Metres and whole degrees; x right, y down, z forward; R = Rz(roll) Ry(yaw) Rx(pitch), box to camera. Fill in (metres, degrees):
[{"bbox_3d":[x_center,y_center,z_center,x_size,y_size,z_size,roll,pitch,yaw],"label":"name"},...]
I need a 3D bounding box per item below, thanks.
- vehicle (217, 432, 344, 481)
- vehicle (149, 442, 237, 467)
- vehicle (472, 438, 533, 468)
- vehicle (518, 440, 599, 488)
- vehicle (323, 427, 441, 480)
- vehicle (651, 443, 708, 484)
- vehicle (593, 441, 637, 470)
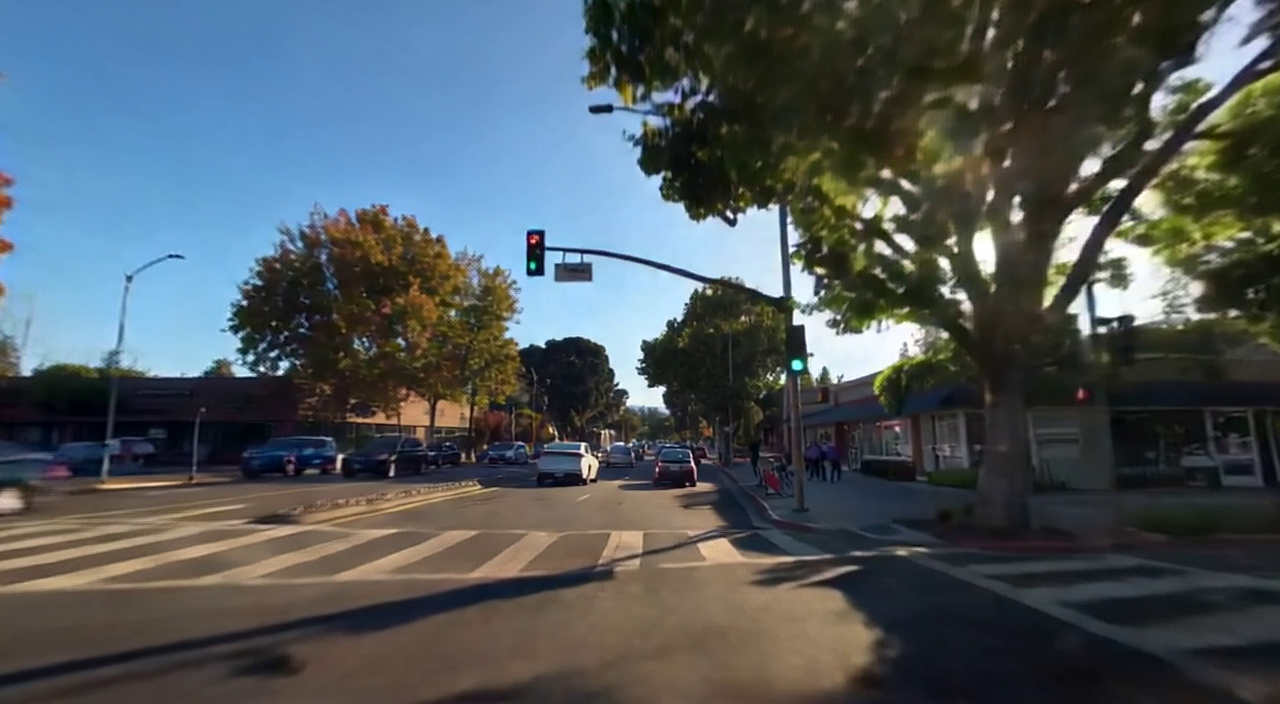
[{"bbox_3d":[-13.727,4.015,24.523,1.961,1.731,4.450,-1,-8,6],"label":"vehicle"},{"bbox_3d":[-28.195,6.468,40.089,1.939,1.483,4.657,-1,-8,4],"label":"vehicle"},{"bbox_3d":[-8.213,6.069,38.238,2.175,1.684,4.475,-1,-9,8],"label":"vehicle"},{"bbox_3d":[-2.640,3.738,21.437,1.921,1.477,4.083,-1,-8,4],"label":"vehicle"},{"bbox_3d":[-10.055,4.013,25.172,2.221,1.856,4.847,-1,-8,6],"label":"vehicle"},{"bbox_3d":[1.570,4.427,25.397,2.085,1.475,3.976,-1,-8,3],"label":"vehicle"},{"bbox_3d":[-1.354,5.874,35.957,1.887,1.517,4.254,-1,-8,6],"label":"vehicle"}]
